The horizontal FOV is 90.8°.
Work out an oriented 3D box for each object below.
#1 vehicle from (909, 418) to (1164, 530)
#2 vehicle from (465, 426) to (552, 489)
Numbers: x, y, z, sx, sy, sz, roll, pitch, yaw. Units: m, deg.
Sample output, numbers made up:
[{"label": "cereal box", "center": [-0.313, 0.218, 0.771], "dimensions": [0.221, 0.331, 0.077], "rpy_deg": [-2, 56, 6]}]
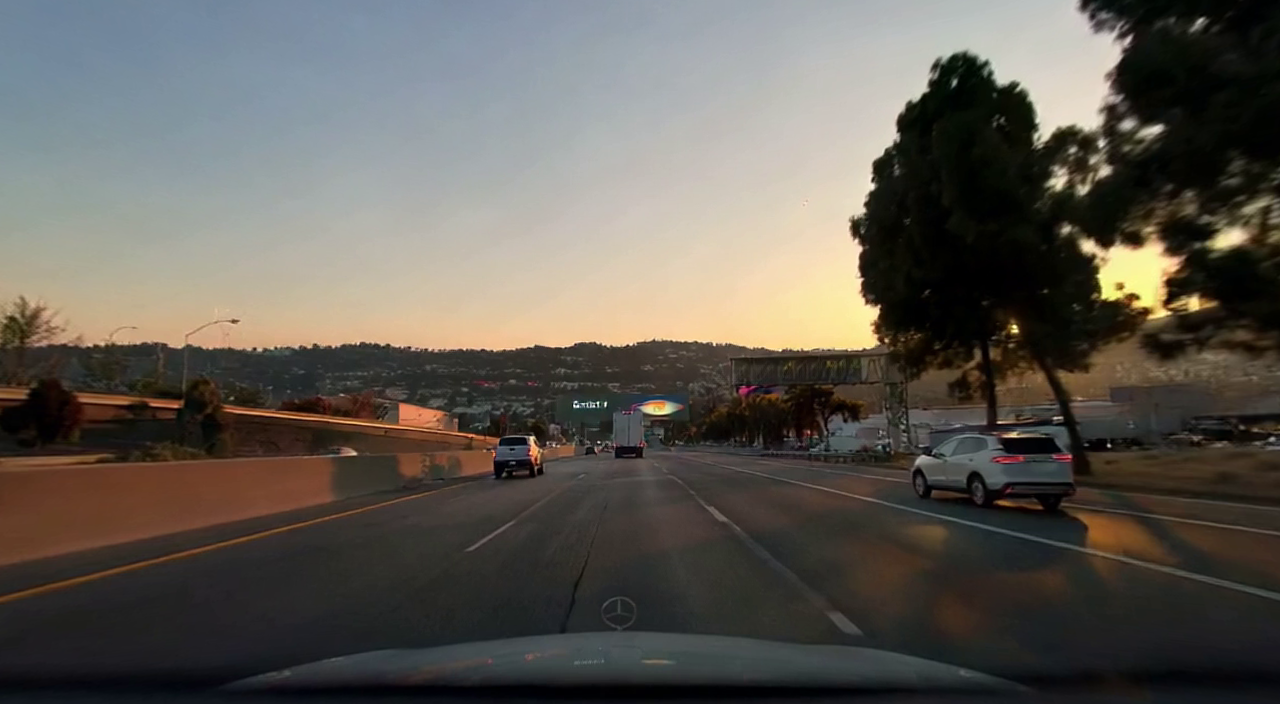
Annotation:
[{"label": "vehicle", "center": [6.949, 2.175, 11.768], "dimensions": [1.928, 1.686, 4.182], "rpy_deg": [0, -8, -1]}, {"label": "vehicle", "center": [-4.415, 3.622, 22.042], "dimensions": [2.095, 1.930, 4.680], "rpy_deg": [0, -8, -1]}]
